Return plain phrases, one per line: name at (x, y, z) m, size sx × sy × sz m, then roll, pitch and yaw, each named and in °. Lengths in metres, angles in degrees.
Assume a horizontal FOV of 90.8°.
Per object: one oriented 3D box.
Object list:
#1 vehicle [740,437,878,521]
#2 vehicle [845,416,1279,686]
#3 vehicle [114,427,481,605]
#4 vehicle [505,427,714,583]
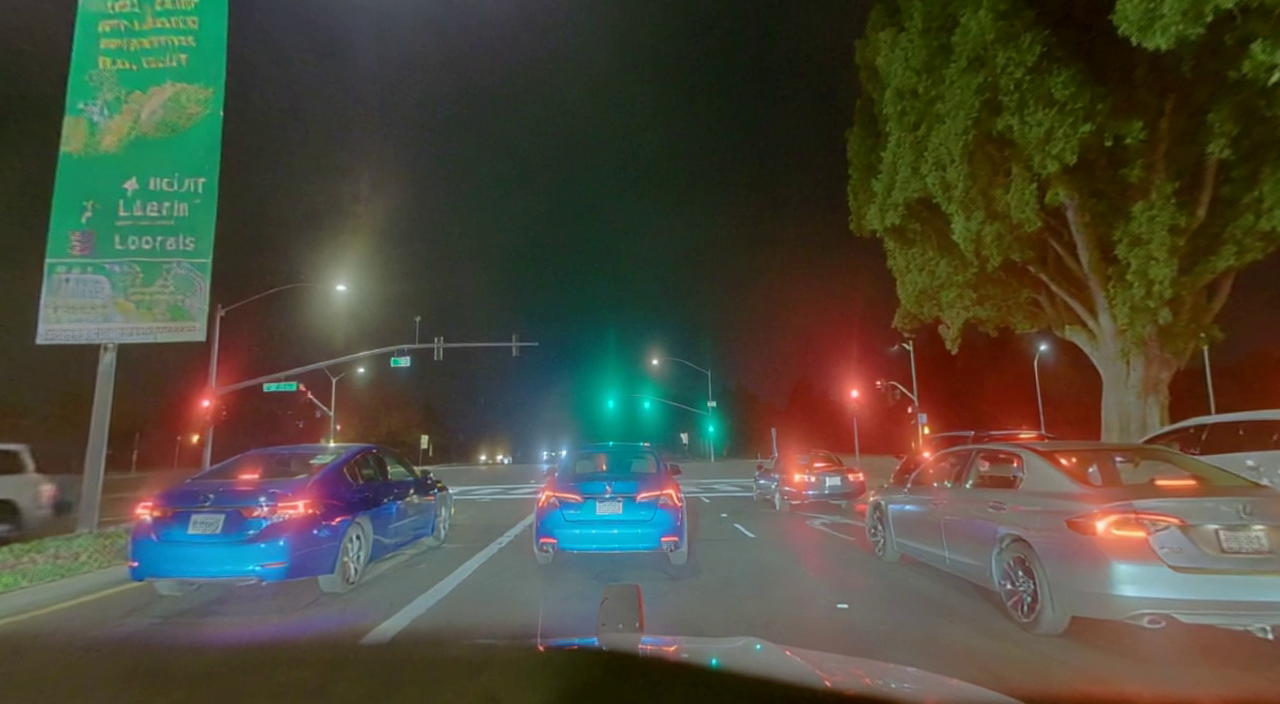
vehicle at (3.398, 2.611, 13.495) m, size 1.852 × 1.498 × 3.825 m, roll 0°, pitch -9°, yaw -1°
vehicle at (3.606, 1.431, 5.774) m, size 1.953 × 1.471 × 4.470 m, roll 0°, pitch -9°, yaw 0°
vehicle at (-3.371, 1.671, 7.362) m, size 1.929 × 1.457 × 4.136 m, roll 0°, pitch -9°, yaw 0°
vehicle at (-0.320, 1.741, 7.937) m, size 1.994 × 1.479 × 3.647 m, roll 0°, pitch -9°, yaw -1°
